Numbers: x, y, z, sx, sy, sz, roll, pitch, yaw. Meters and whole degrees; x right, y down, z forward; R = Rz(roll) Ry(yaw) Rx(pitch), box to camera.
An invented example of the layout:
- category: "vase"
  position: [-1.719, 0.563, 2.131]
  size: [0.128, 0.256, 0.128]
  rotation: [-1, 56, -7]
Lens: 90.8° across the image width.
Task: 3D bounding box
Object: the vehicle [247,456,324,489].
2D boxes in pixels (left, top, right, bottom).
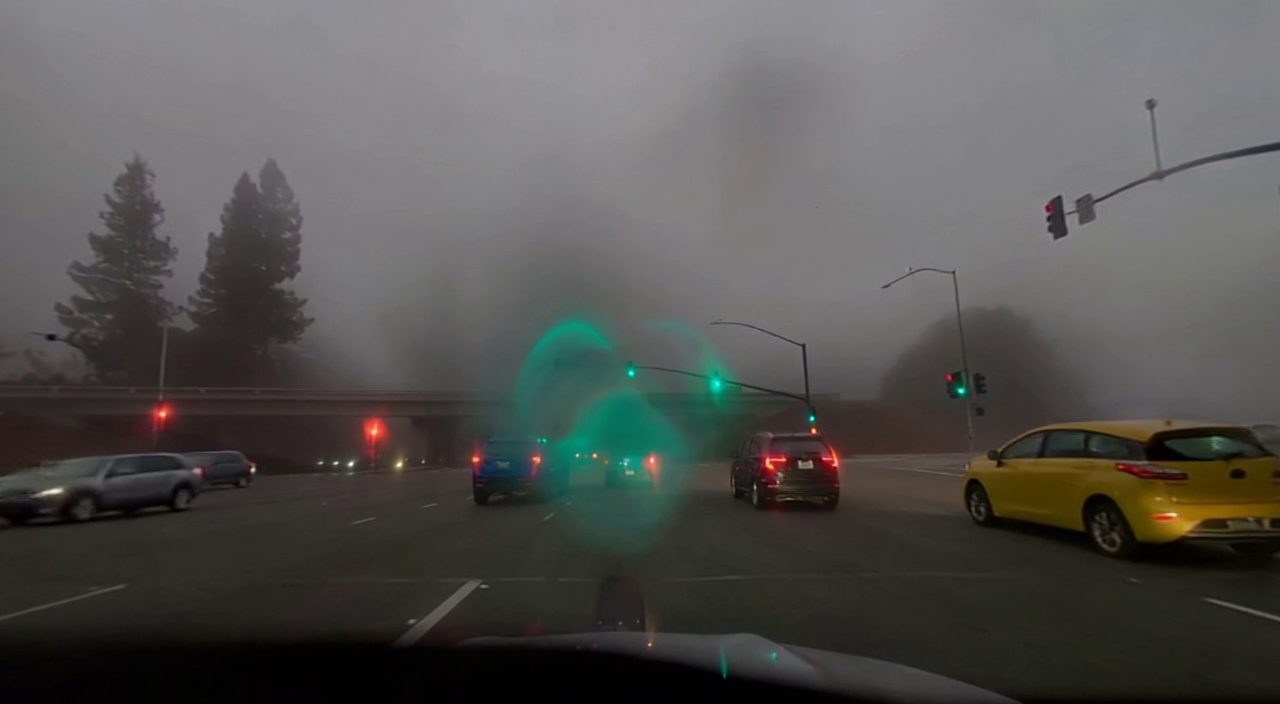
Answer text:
- category: "vehicle"
  position: [-23.400, 7.939, 41.988]
  size: [2.039, 1.965, 5.291]
  rotation: [0, -8, 0]

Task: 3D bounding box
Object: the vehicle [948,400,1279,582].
- category: "vehicle"
  position: [6.283, 1.693, 8.480]
  size: [2.074, 1.785, 4.320]
  rotation: [0, -8, 0]

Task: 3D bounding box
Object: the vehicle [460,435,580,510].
- category: "vehicle"
  position: [-3.089, 3.212, 17.429]
  size: [2.060, 1.768, 4.681]
  rotation: [-1, -8, 4]

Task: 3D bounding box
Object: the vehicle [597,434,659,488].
- category: "vehicle"
  position: [-0.481, 4.490, 26.440]
  size: [2.342, 2.026, 4.642]
  rotation: [0, -8, 0]

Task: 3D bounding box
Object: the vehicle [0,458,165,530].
- category: "vehicle"
  position: [-15.498, 3.687, 16.995]
  size: [1.859, 1.542, 4.657]
  rotation: [0, -8, -1]

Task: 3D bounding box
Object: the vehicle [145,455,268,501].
- category: "vehicle"
  position: [-19.569, 5.668, 28.846]
  size: [2.131, 1.816, 4.960]
  rotation: [0, -8, -1]

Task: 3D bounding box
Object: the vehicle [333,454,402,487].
- category: "vehicle"
  position: [-16.185, 7.018, 37.782]
  size: [2.007, 1.730, 4.774]
  rotation: [0, -8, 0]
